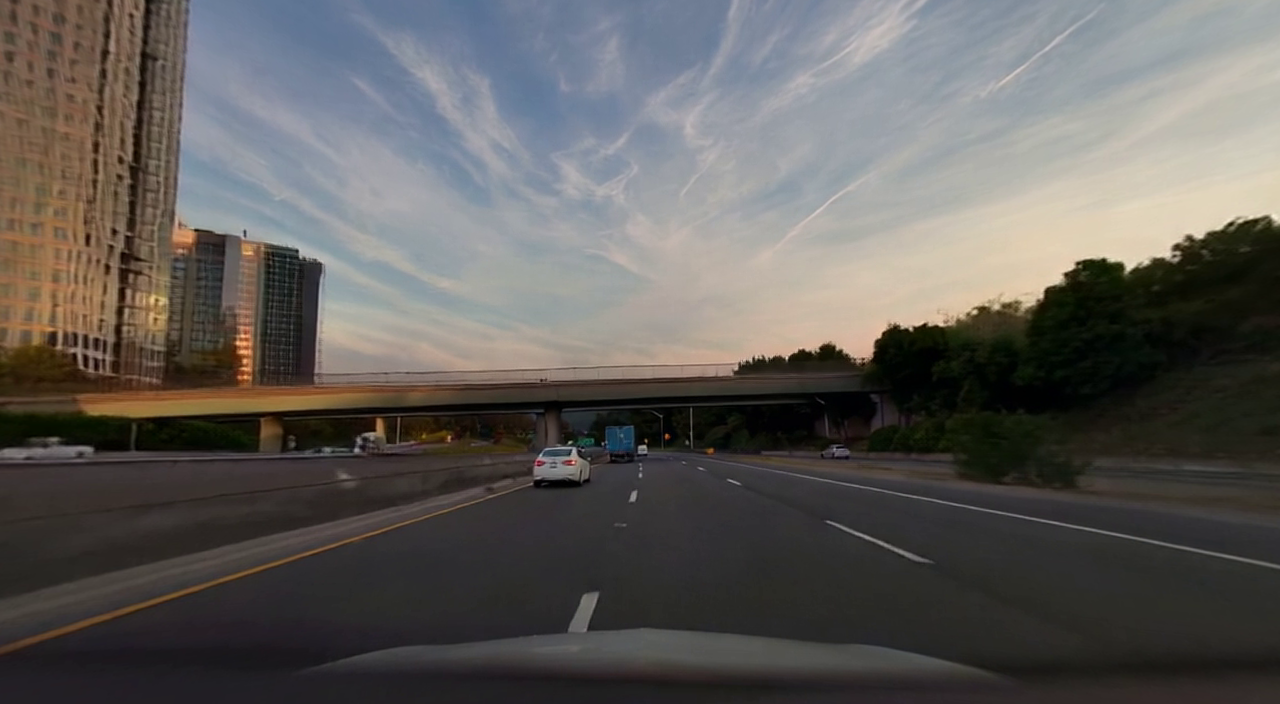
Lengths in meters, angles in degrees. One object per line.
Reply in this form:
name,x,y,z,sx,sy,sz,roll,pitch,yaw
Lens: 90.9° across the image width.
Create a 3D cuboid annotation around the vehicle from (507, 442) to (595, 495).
vehicle,-2.675,3.640,20.107,2.039,1.478,4.483,0,-9,2
